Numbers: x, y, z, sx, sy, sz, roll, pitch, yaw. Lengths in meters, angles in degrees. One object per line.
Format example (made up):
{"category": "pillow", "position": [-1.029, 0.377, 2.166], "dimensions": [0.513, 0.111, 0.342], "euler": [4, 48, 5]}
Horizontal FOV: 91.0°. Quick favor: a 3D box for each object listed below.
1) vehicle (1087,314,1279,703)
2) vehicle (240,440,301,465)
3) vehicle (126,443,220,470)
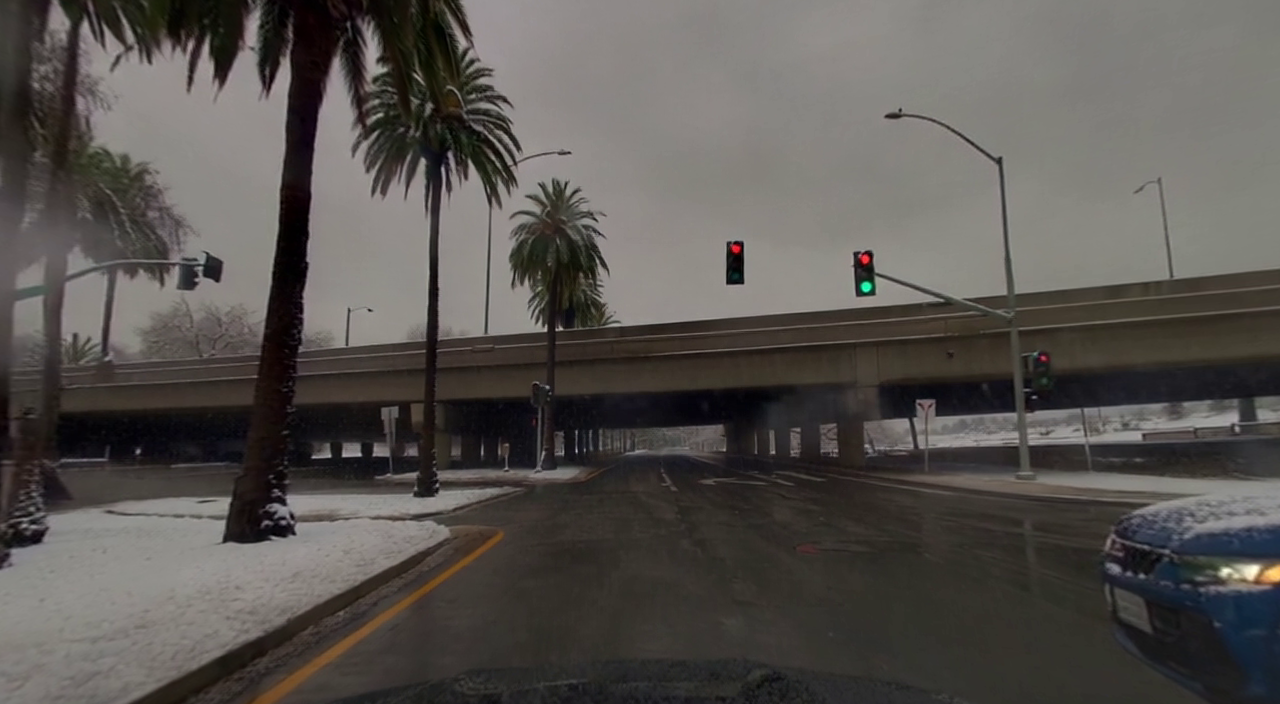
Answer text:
{"category": "vehicle", "position": [3.452, 0.531, 0.974], "dimensions": [2.028, 1.770, 4.737], "euler": [0, -9, 1]}
{"category": "vehicle", "position": [-26.272, 7.152, 44.906], "dimensions": [1.941, 1.631, 4.017], "euler": [0, -9, 0]}
{"category": "vehicle", "position": [-26.561, 5.956, 36.006], "dimensions": [1.830, 1.443, 4.551], "euler": [0, -9, 1]}
